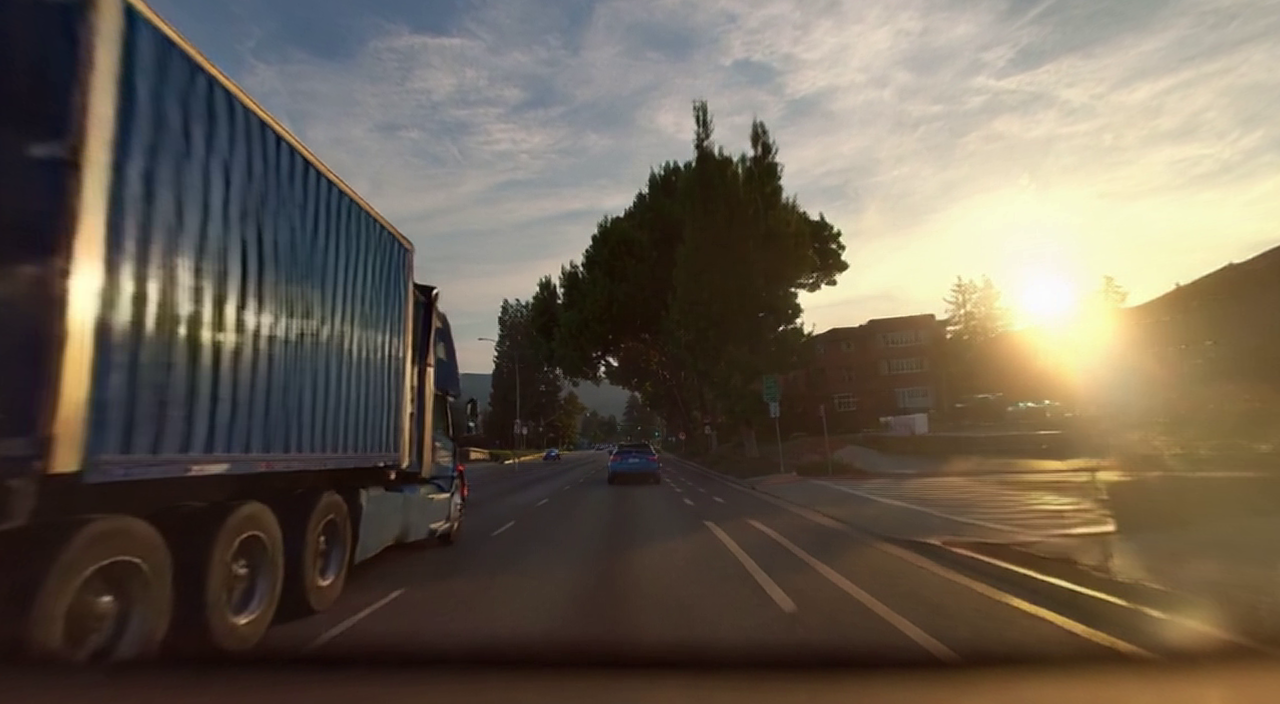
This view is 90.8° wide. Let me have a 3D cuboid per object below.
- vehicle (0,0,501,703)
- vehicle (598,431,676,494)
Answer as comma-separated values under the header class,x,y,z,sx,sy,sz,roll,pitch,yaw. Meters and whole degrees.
class,x,y,z,sx,sy,sz,roll,pitch,yaw
vehicle,-3.799,0.029,5.136,2.996,3.902,10.410,0,-9,0
vehicle,-0.120,3.249,18.883,2.094,1.682,3.866,0,-9,-1
